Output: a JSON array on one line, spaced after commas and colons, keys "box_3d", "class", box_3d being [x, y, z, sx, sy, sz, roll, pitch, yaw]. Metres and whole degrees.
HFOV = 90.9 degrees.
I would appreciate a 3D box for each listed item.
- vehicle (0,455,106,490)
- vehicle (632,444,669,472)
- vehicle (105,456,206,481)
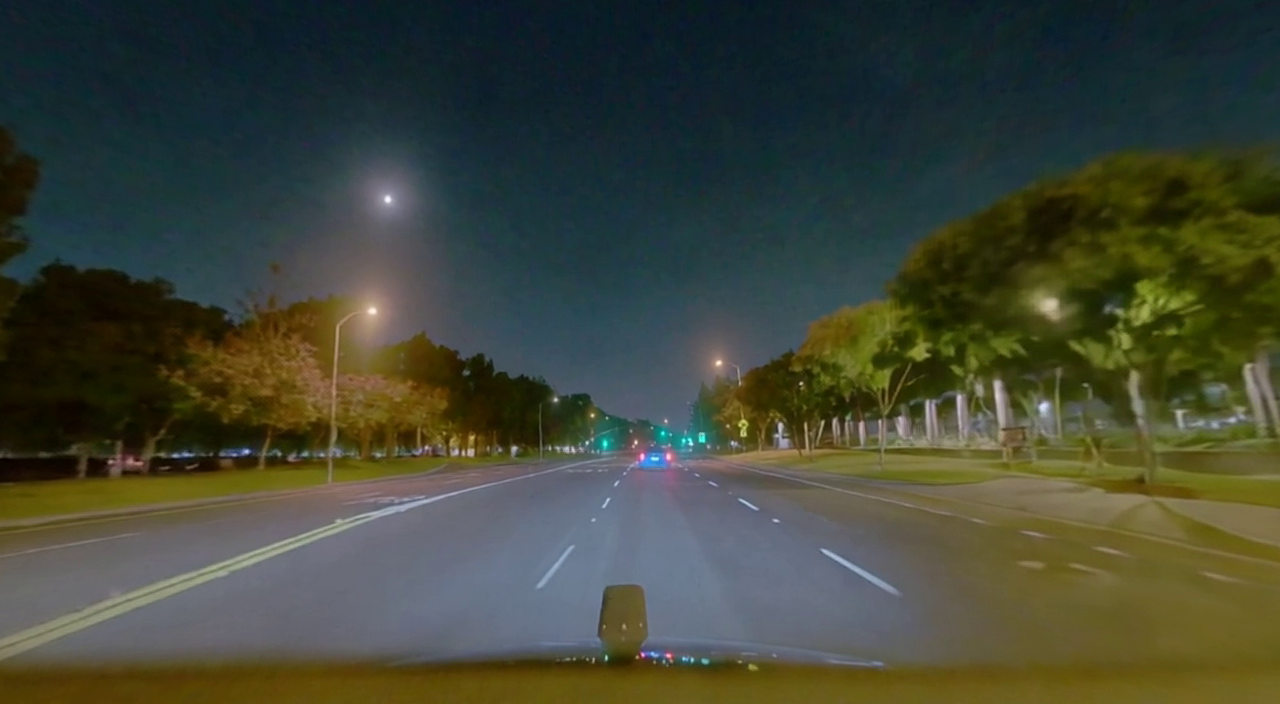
[{"box_3d": [-29.593, 5.937, 31.246, 4.389, 1.588, 2.048, -1, -8, 1], "class": "vehicle"}, {"box_3d": [0.573, 6.079, 36.452, 1.978, 1.499, 3.915, 0, -8, 0], "class": "vehicle"}, {"box_3d": [-30.011, 7.213, 39.155, 4.617, 1.450, 1.968, -1, -8, 1], "class": "vehicle"}]
